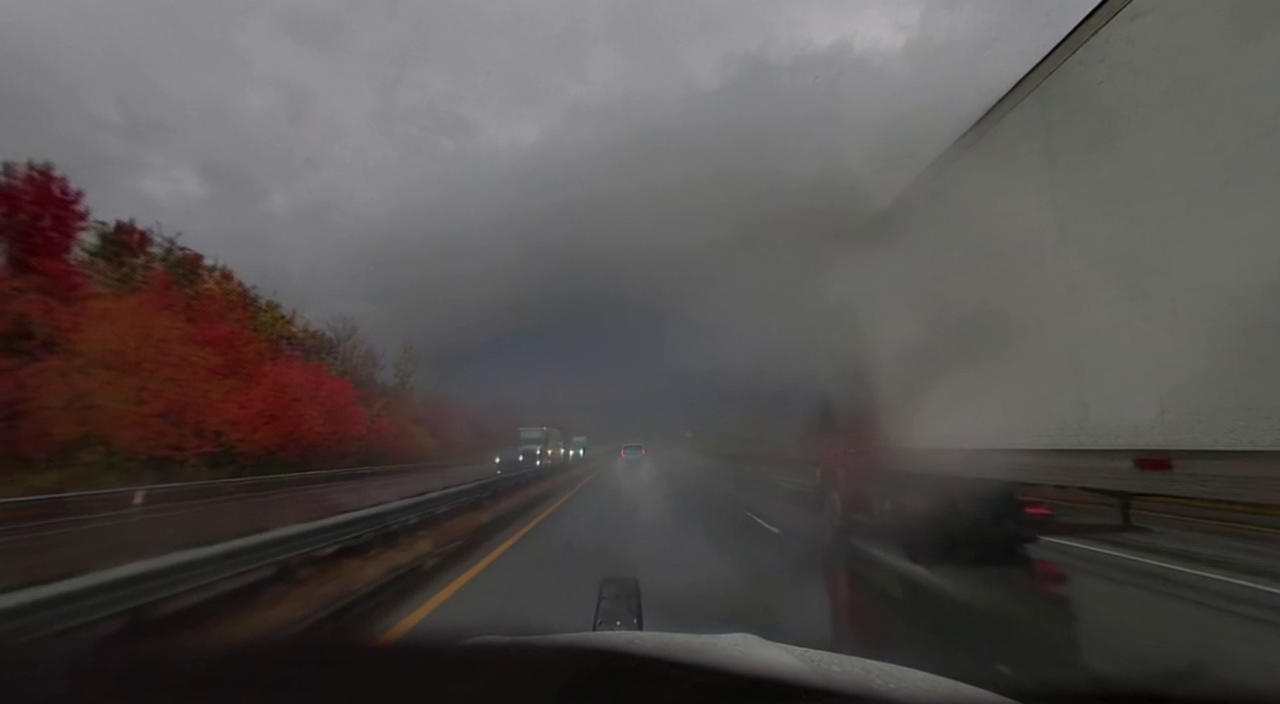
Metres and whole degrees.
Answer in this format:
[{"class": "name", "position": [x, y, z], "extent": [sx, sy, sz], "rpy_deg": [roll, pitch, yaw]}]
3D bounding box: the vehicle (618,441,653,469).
[{"class": "vehicle", "position": [-0.351, 6.738, 41.284], "extent": [2.151, 1.693, 4.201], "rpy_deg": [0, -9, -2]}]

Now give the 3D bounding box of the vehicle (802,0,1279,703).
[{"class": "vehicle", "position": [4.297, -0.256, 3.237], "extent": [3.068, 4.042, 13.787], "rpy_deg": [0, -9, -1]}]

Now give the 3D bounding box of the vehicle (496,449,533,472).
[{"class": "vehicle", "position": [-9.172, 7.945, 46.095], "extent": [1.941, 1.521, 4.082], "rpy_deg": [0, -9, 0]}]
